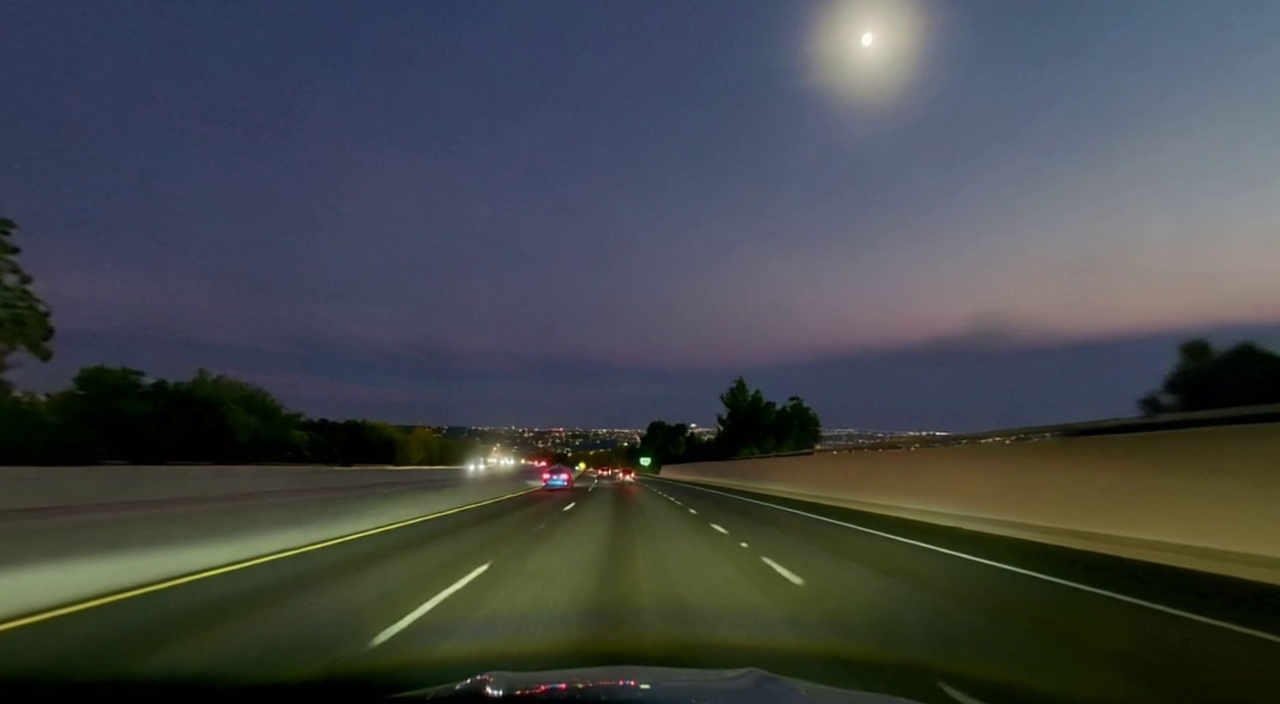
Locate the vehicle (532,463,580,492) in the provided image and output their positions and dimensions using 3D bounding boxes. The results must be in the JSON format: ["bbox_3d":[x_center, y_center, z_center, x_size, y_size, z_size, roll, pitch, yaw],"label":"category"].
[{"bbox_3d":[-4.797,7.296,36.659,2.310,1.521,4.731,1,-11,-3],"label":"vehicle"}]
